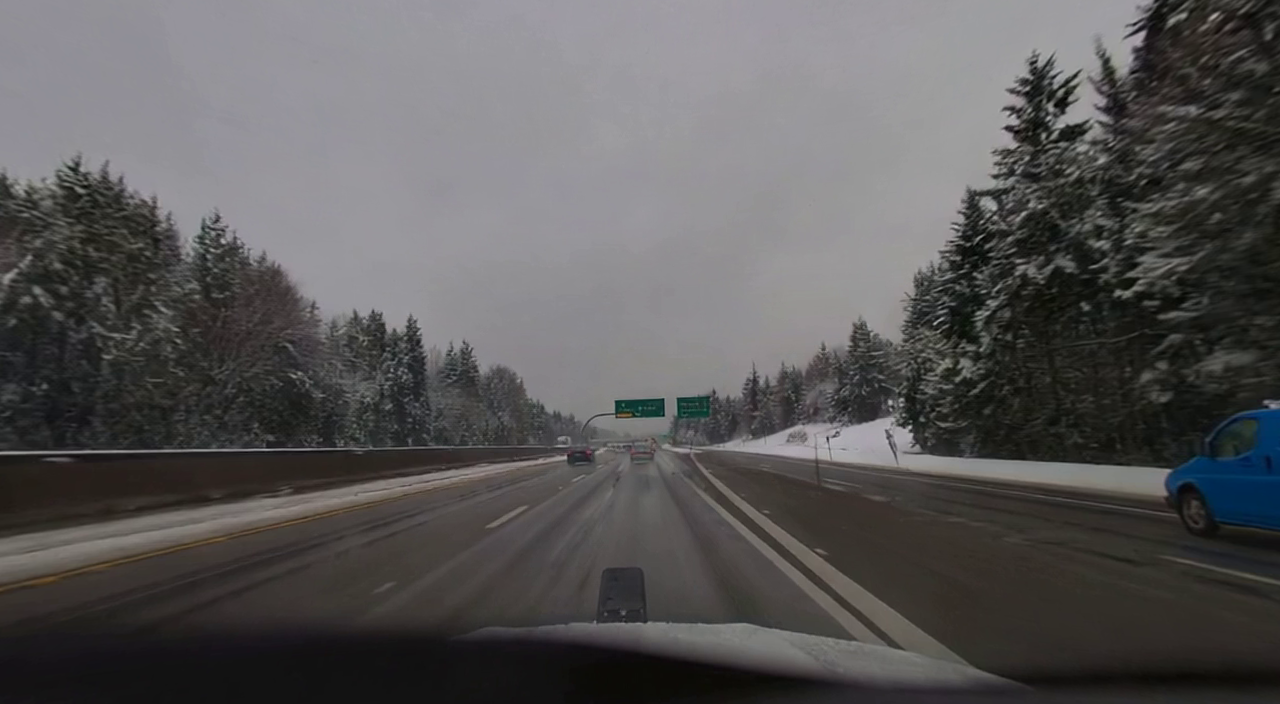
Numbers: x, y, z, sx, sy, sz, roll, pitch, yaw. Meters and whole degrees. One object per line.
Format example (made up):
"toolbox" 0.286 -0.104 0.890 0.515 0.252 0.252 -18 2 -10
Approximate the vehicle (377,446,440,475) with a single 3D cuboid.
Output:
"vehicle" -13.309 6.250 36.535 1.970 1.518 4.342 0 -9 1

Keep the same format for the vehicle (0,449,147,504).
"vehicle" -16.888 3.584 18.519 1.797 1.444 3.697 0 -9 -1

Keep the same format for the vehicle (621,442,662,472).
"vehicle" 0.028 5.397 32.498 2.002 1.449 3.612 0 -9 -1

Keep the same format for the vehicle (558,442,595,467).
"vehicle" -3.906 6.379 39.319 1.877 1.504 3.799 0 -9 1

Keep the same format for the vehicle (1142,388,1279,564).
"vehicle" 7.855 1.255 6.284 2.056 1.855 4.419 0 -9 1
